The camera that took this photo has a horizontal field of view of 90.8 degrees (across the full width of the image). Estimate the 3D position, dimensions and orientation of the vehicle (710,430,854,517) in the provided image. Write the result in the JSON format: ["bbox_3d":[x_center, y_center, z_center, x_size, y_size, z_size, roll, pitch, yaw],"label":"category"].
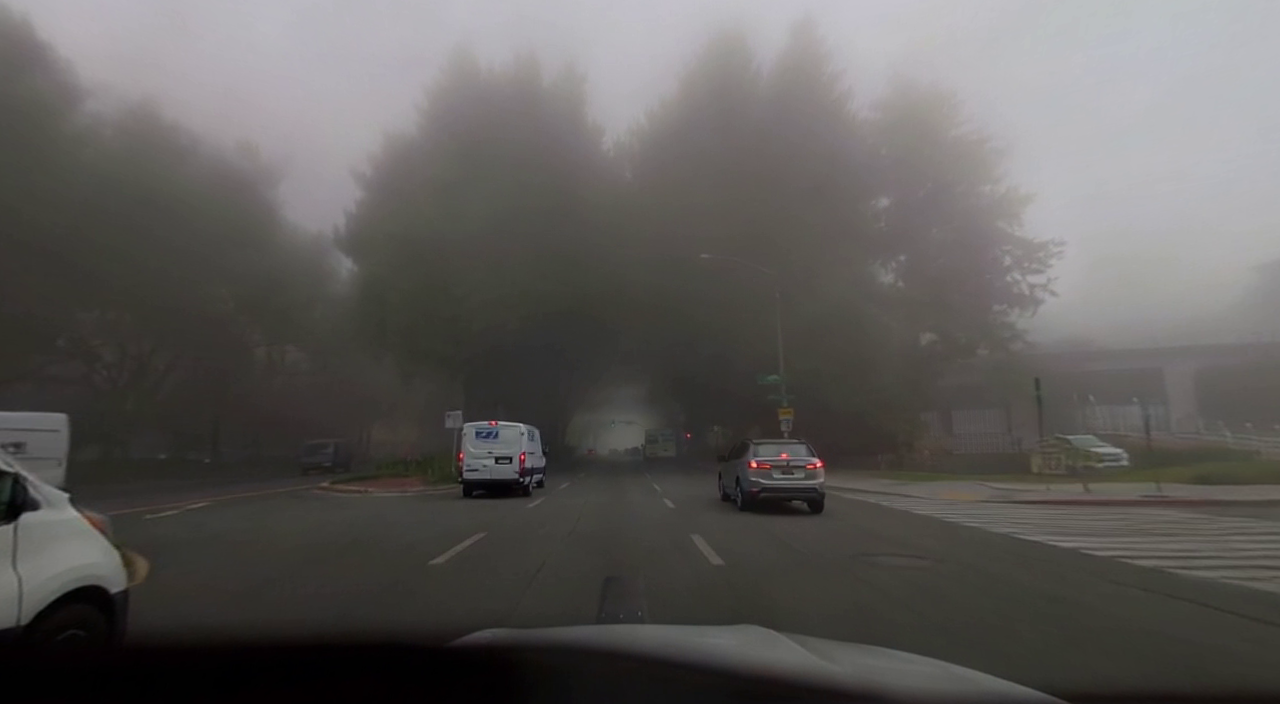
[{"bbox_3d":[2.991,2.699,14.528,2.087,1.658,4.612,0,-9,-2],"label":"vehicle"}]

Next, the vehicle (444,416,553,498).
[{"bbox_3d":[-4.222,3.249,19.765,2.420,2.227,4.499,0,-9,-1],"label":"vehicle"}]

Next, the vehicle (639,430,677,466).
[{"bbox_3d":[1.270,7.229,47.512,2.397,2.566,5.324,1,-9,-4],"label":"vehicle"}]

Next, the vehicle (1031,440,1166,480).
[{"bbox_3d":[18.366,4.310,25.401,4.210,1.480,1.922,1,-9,-11],"label":"vehicle"}]

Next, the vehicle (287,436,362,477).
[{"bbox_3d":[-23.873,7.908,48.168,2.408,2.860,6.627,0,-9,-2],"label":"vehicle"}]

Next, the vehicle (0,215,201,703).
[{"bbox_3d":[-3.420,0.318,0.342,2.269,2.190,5.680,1,-8,-1],"label":"vehicle"}]
